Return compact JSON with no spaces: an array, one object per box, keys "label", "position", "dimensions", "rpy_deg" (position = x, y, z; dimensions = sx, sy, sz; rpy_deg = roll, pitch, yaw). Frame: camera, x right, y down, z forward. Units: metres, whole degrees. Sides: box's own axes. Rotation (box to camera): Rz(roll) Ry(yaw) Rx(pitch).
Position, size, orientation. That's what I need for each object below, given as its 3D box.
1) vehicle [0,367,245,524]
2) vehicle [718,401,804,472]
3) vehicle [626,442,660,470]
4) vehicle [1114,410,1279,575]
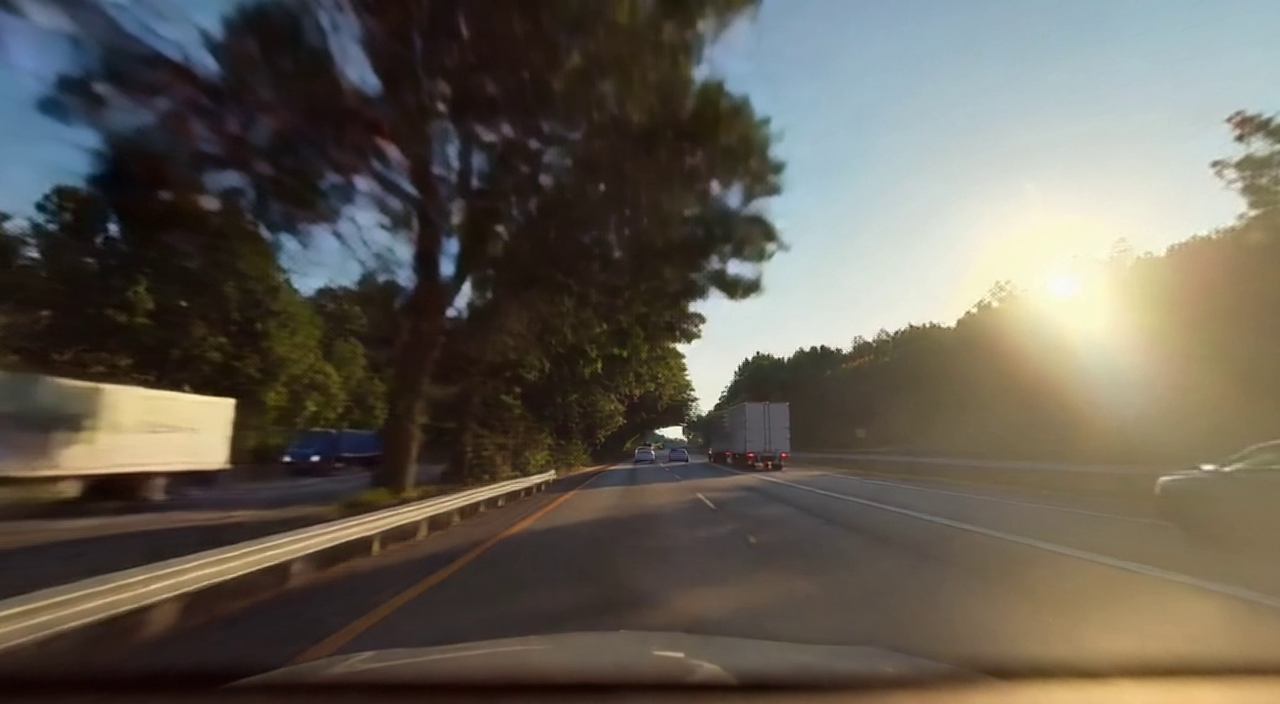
[{"label":"vehicle","position":[-16.977,3.034,20.422],"dimensions":[2.811,4.030,8.188],"rpy_deg":[0,-9,0]},{"label":"vehicle","position":[7.874,5.933,43.450],"dimensions":[3.044,4.073,14.016],"rpy_deg":[0,-9,0]},{"label":"vehicle","position":[0.178,6.880,41.802],"dimensions":[2.114,1.706,4.106],"rpy_deg":[0,-9,0]},{"label":"vehicle","position":[7.430,1.363,6.031],"dimensions":[2.011,1.638,4.737],"rpy_deg":[0,-9,-1]}]
